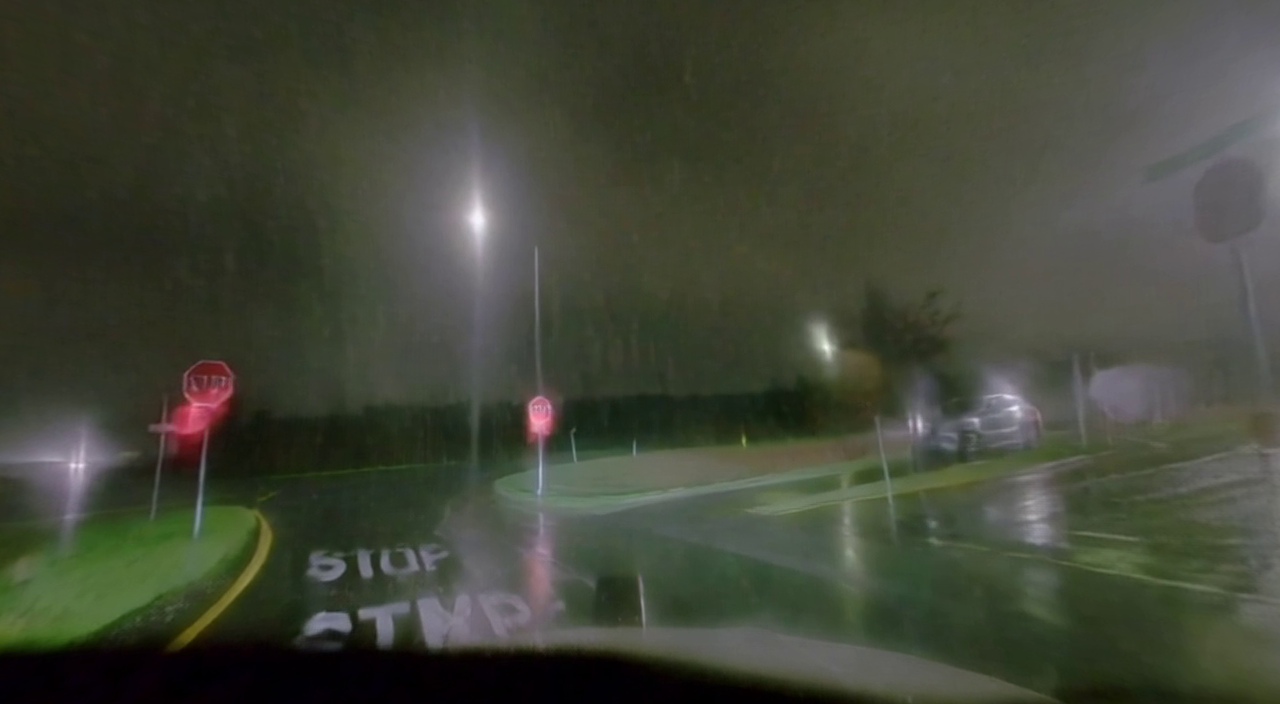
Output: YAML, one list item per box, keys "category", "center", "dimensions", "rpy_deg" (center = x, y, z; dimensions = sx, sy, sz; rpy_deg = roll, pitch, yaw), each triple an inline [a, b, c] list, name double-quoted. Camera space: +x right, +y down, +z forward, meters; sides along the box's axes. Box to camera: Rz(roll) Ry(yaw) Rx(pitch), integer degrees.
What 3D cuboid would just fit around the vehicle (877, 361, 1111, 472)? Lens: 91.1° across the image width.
- category: "vehicle"
  center: [7.888, 1.414, 14.047]
  dimensions: [4.403, 1.574, 1.914]
  rpy_deg: [-9, -5, -20]
